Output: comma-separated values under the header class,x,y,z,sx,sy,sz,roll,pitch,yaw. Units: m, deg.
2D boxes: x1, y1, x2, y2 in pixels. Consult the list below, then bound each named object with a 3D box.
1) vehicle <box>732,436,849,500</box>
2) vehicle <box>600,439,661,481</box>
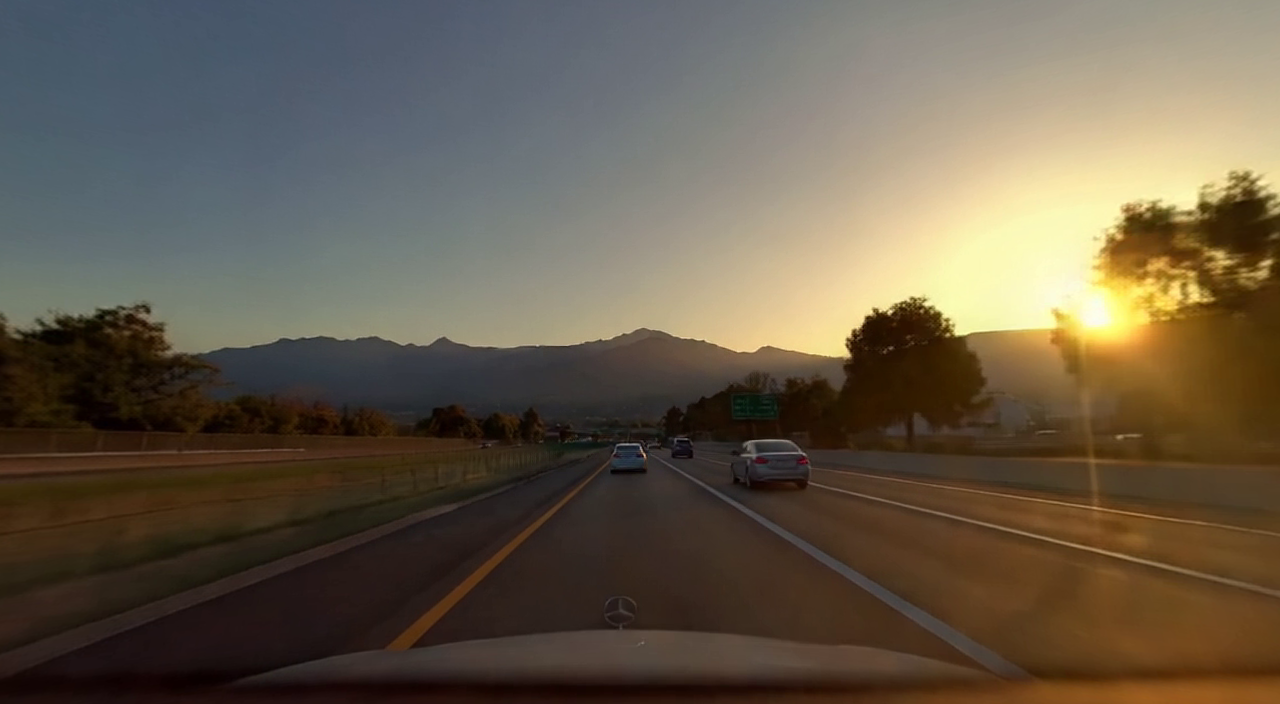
class,x,y,z,sx,sy,sz,roll,pitch,yaw
vehicle,3.796,3.007,16.725,1.957,1.447,4.241,0,-8,-1
vehicle,-0.333,4.014,23.618,2.085,1.449,3.860,0,-8,0
